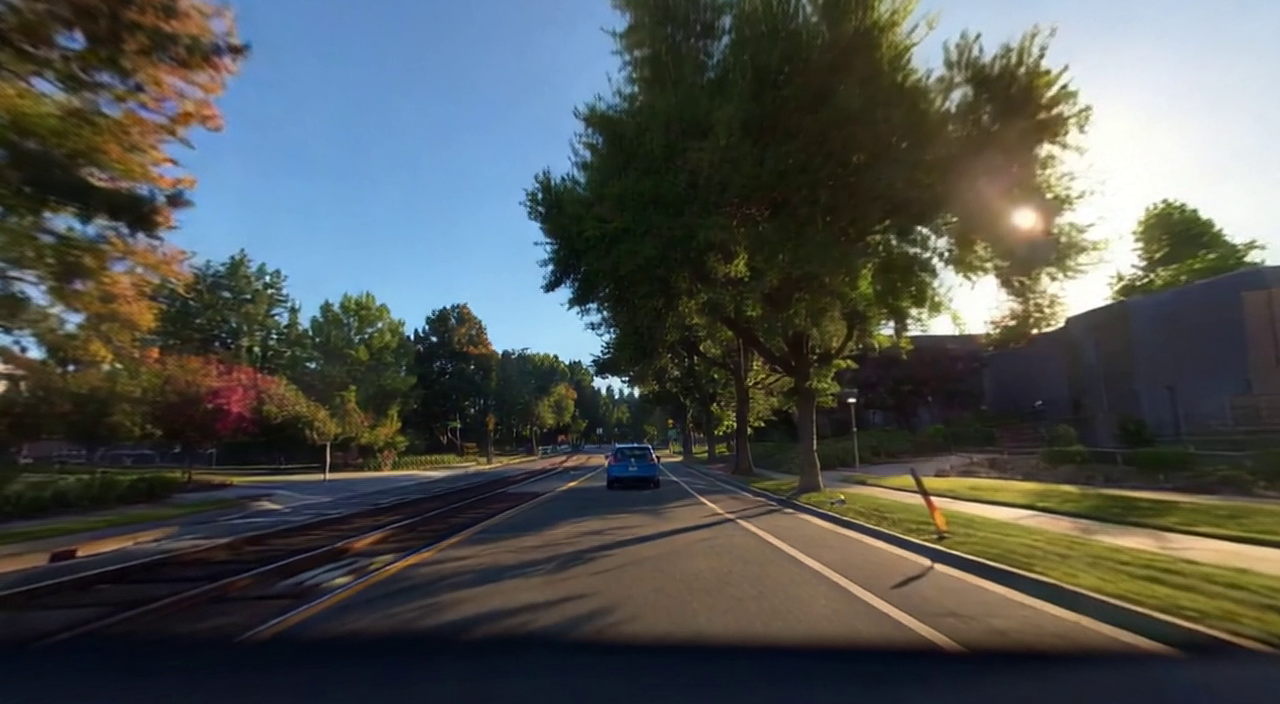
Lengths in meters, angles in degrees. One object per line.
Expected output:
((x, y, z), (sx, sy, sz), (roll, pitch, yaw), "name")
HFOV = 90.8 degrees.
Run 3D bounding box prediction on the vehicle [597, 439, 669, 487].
((-0.217, 3.867, 22.418), (2.295, 1.510, 4.364), (0, -8, 0), "vehicle")
